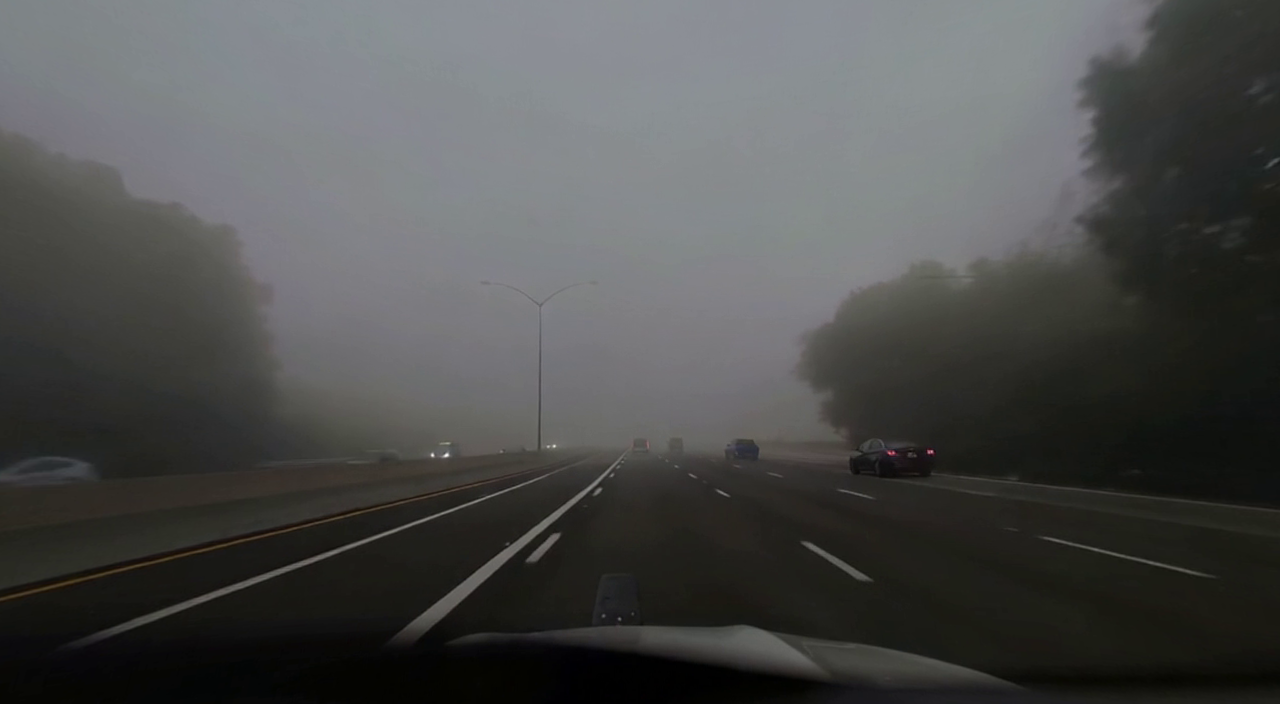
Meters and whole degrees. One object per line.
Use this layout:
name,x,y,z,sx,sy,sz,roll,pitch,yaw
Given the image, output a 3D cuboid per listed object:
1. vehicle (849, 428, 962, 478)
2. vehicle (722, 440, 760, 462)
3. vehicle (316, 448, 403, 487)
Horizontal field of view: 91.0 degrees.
vehicle,11.151,4.326,27.076,2.387,1.936,5.646,0,-9,0
vehicle,7.600,7.468,47.694,2.053,1.553,4.463,0,-9,-1
vehicle,-11.947,4.912,27.099,1.873,1.507,3.906,0,-9,1
